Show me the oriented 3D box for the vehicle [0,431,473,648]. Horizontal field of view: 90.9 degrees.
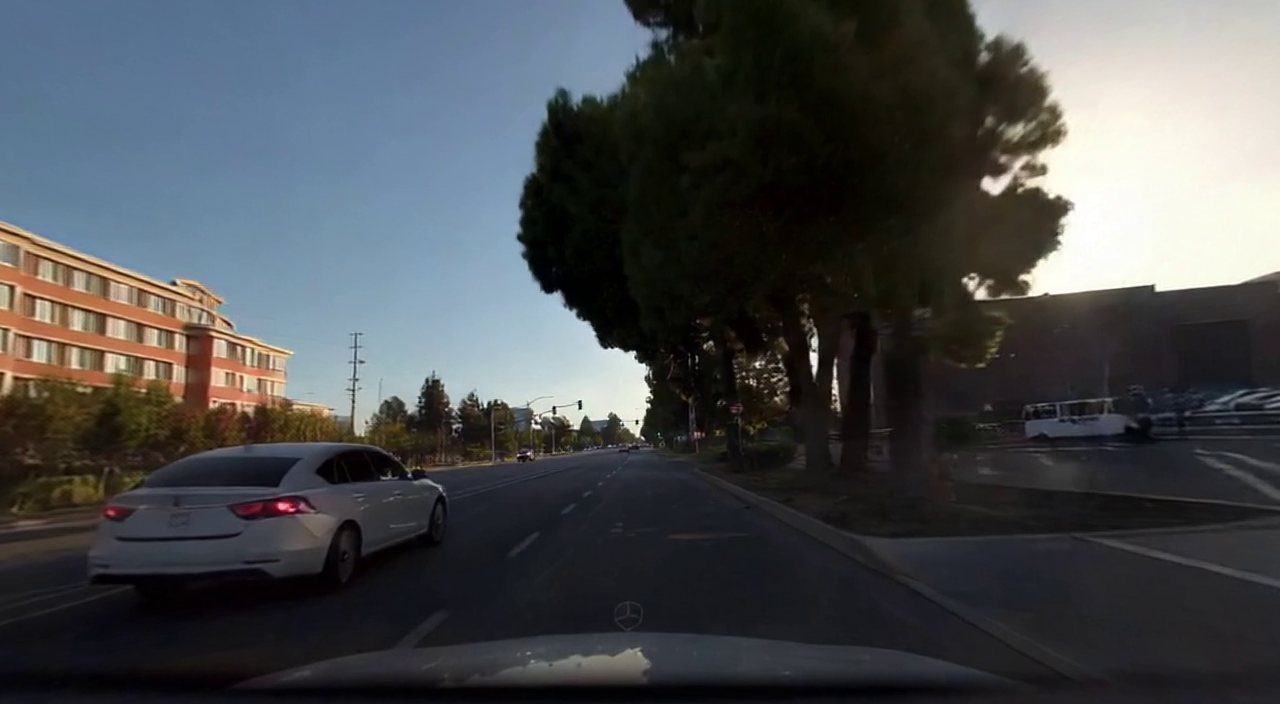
[{"bbox_3d":[-3.459,1.648,6.766,1.972,1.490,4.591,0,-8,2],"label":"vehicle"}]
